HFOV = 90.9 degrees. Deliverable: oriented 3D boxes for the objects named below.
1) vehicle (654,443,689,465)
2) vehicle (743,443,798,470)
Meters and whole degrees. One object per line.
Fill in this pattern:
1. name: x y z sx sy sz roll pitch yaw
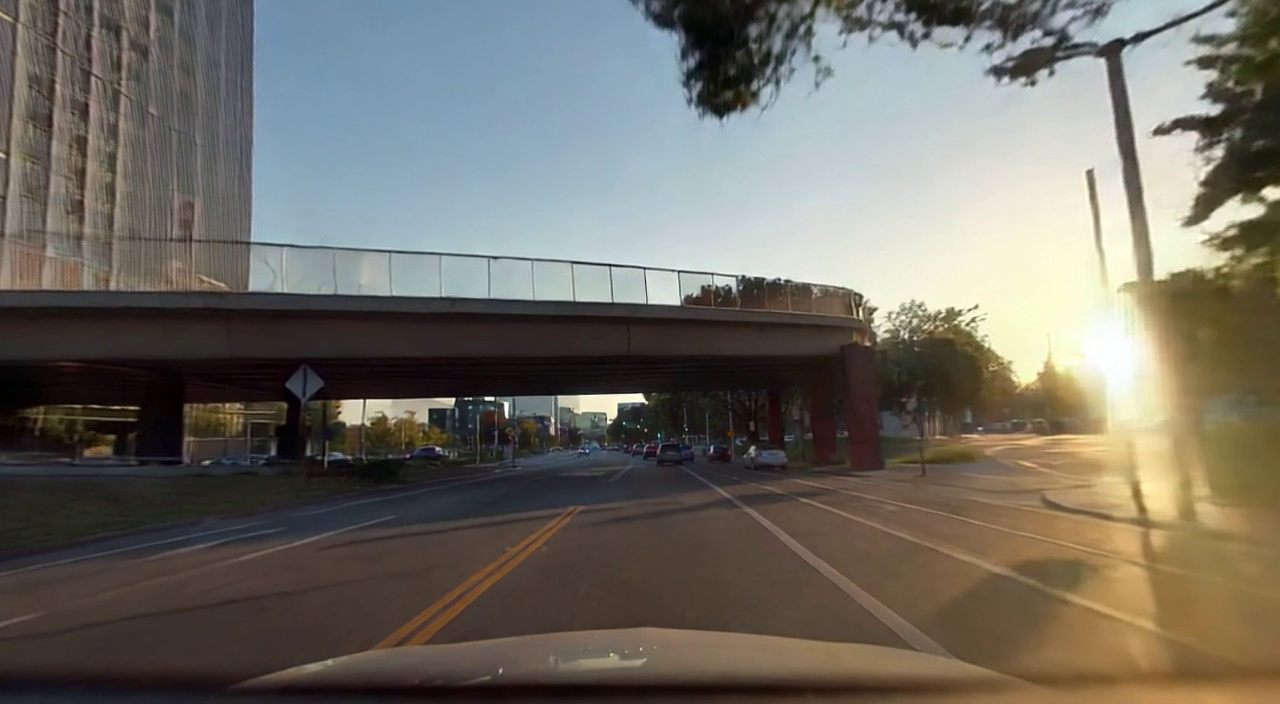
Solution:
1. vehicle: 2.135 7.081 43.881 2.280 1.475 4.051 0 -9 1
2. vehicle: 7.226 5.821 35.328 2.035 1.435 4.481 0 -9 -1
